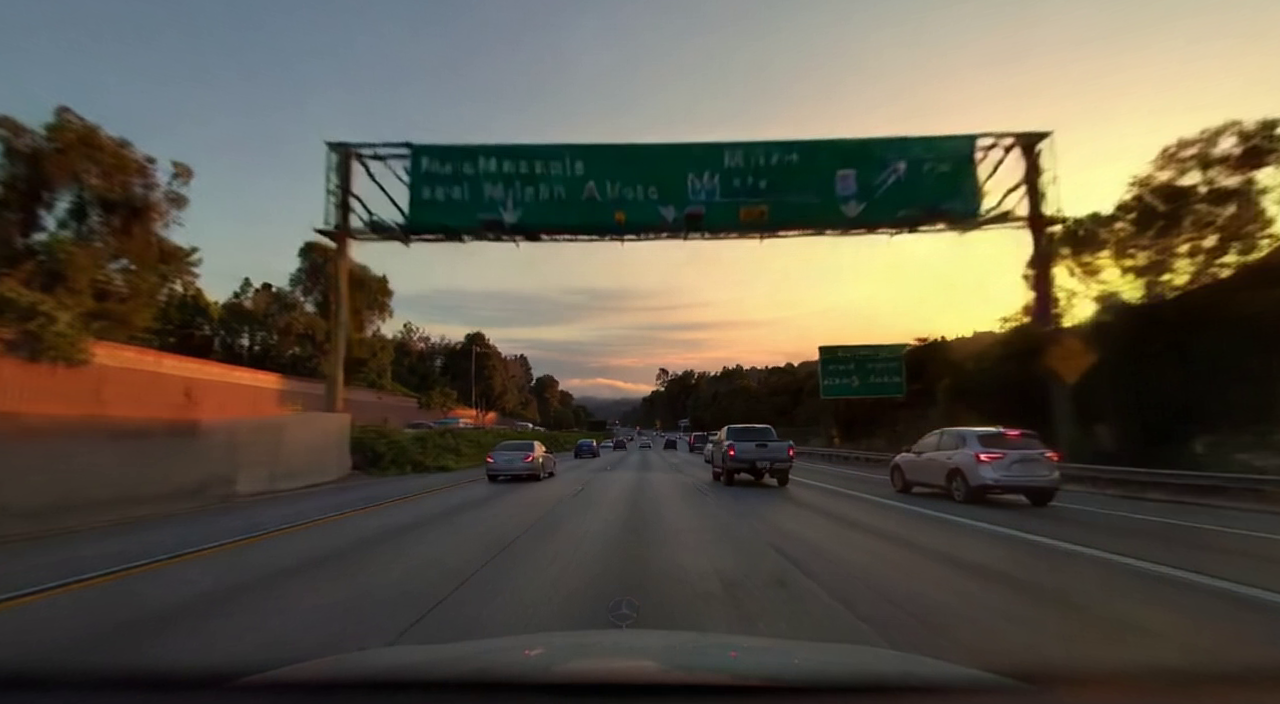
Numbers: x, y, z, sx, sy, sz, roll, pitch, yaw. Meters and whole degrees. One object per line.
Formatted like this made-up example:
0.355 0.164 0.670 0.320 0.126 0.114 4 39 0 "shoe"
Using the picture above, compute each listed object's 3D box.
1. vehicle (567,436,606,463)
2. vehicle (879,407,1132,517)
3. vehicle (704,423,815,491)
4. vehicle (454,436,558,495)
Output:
-3.345 6.208 40.216 2.020 1.628 4.248 0 -9 1 "vehicle"
7.659 2.401 14.231 2.291 1.968 5.662 0 -9 0 "vehicle"
3.727 3.435 20.979 2.517 1.935 5.552 0 -9 -1 "vehicle"
-3.673 3.193 18.095 1.978 1.473 4.073 0 -9 1 "vehicle"
